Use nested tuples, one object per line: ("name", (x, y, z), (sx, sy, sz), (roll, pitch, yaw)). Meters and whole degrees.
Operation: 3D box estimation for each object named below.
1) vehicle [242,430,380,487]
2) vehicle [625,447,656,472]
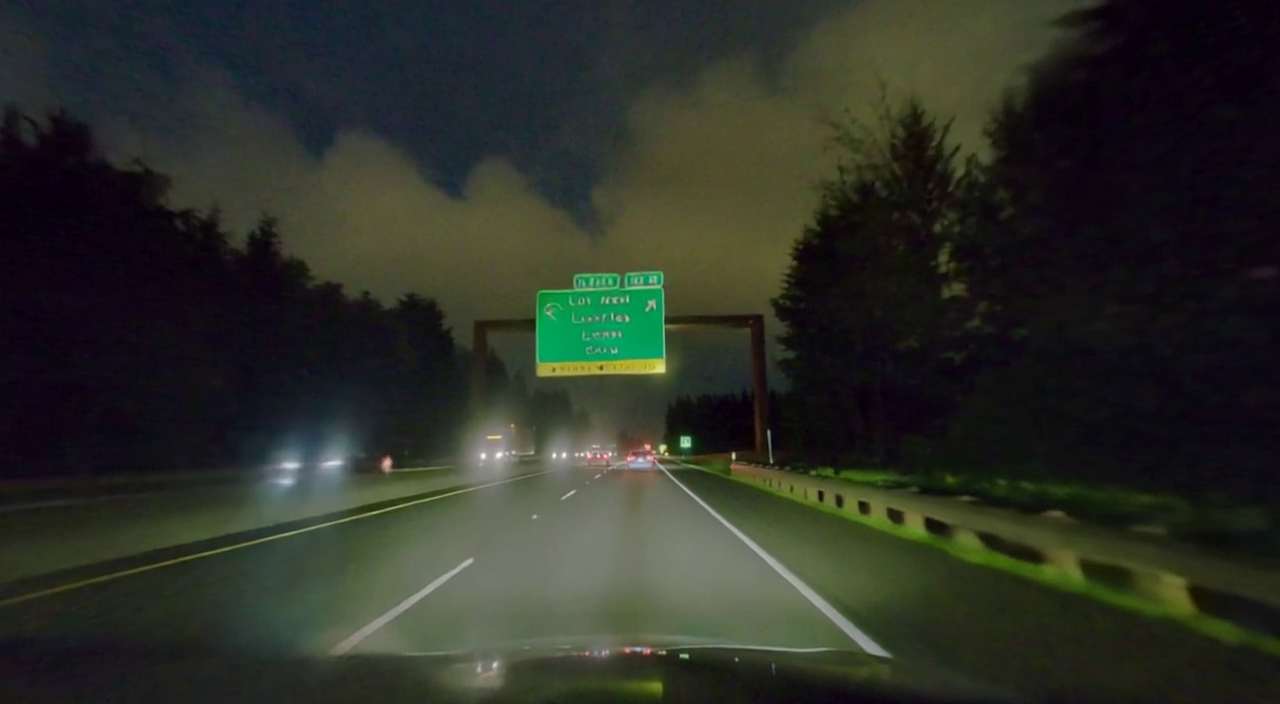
("vehicle", (-11.762, 3.878, 23.103), (2.235, 1.823, 5.143), (0, -9, 0))
("vehicle", (-0.009, 6.681, 39.248), (1.853, 1.436, 3.438), (0, -9, -1))
